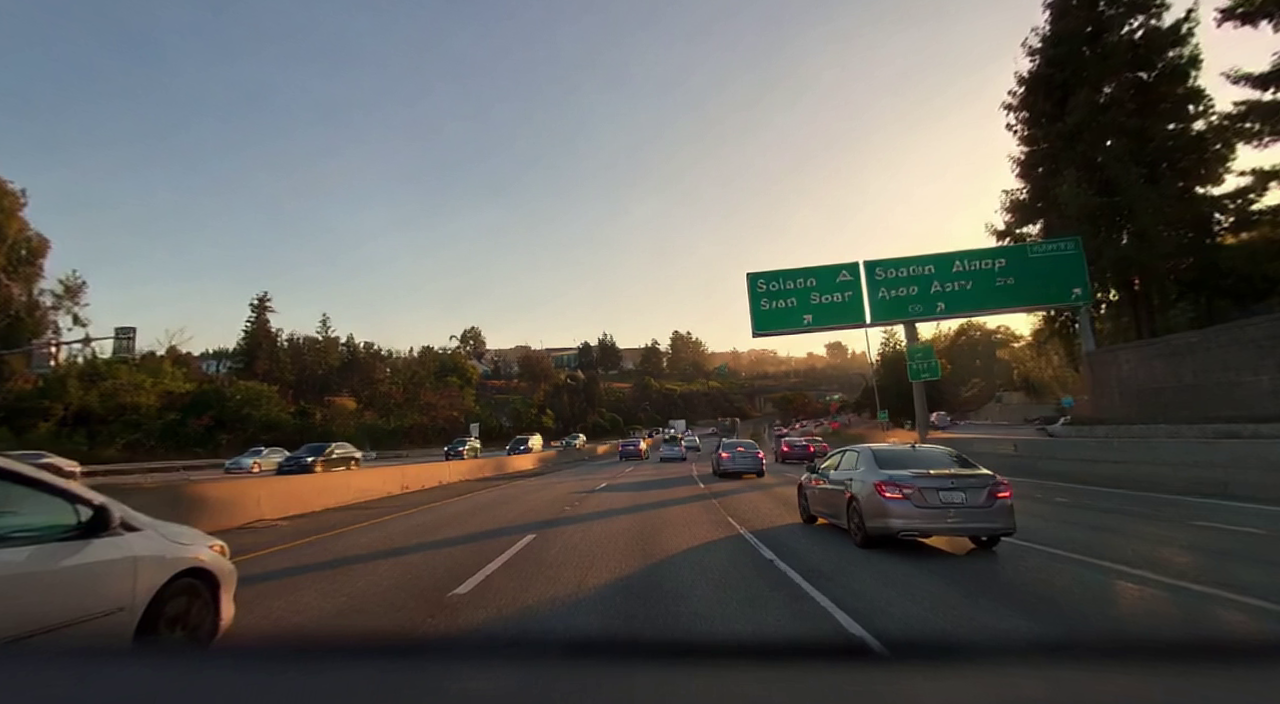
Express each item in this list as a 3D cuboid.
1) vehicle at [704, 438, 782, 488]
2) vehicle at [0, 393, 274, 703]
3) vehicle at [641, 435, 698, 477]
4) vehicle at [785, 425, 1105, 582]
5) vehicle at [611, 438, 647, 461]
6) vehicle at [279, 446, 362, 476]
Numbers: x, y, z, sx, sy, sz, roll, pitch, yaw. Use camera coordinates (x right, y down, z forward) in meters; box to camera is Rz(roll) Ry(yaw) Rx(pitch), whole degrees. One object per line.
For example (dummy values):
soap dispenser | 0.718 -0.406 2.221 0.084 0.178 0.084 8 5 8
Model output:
vehicle | 3.356 3.714 21.367 2.009 1.489 4.559 0 -9 2
vehicle | -3.218 0.824 1.510 1.937 1.558 4.469 0 -9 1
vehicle | 1.267 4.321 26.304 2.201 1.614 3.803 -1 -9 3
vehicle | 3.476 1.821 8.460 2.014 1.489 4.696 0 -9 1
vehicle | -0.715 6.899 44.649 2.059 1.516 4.236 -1 -9 6
vehicle | -18.249 6.233 36.282 1.998 1.557 4.757 -1 -9 5
